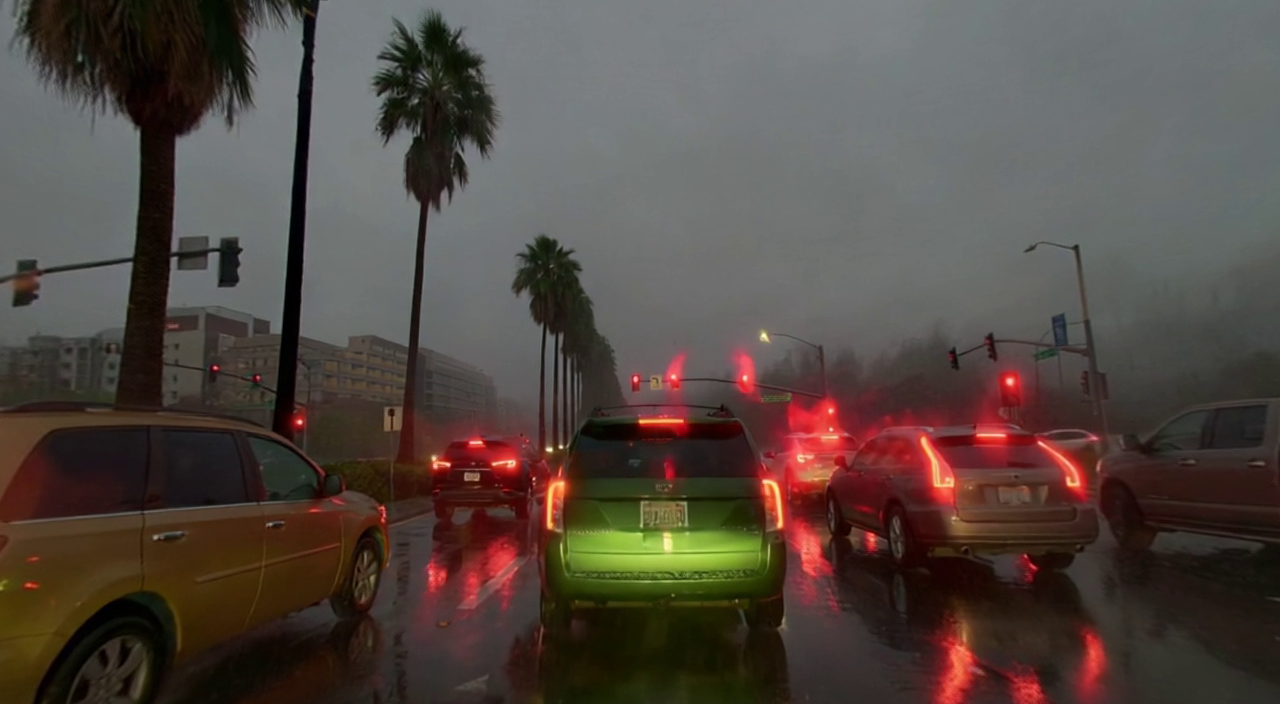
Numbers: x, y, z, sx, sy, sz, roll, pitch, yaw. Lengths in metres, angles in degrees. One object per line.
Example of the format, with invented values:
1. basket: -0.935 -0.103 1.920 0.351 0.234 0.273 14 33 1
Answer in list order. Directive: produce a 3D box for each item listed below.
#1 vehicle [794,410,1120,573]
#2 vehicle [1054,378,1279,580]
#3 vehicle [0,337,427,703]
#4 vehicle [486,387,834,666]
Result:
1. vehicle: 3.995 1.863 9.282 2.072 1.704 5.170 0 -8 -1
2. vehicle: 7.310 1.269 6.348 2.337 1.925 5.728 0 -8 0
3. vehicle: -3.174 1.089 3.891 2.171 1.702 4.416 0 -9 0
4. vehicle: 0.149 1.373 5.999 2.123 1.704 4.128 0 -8 1
